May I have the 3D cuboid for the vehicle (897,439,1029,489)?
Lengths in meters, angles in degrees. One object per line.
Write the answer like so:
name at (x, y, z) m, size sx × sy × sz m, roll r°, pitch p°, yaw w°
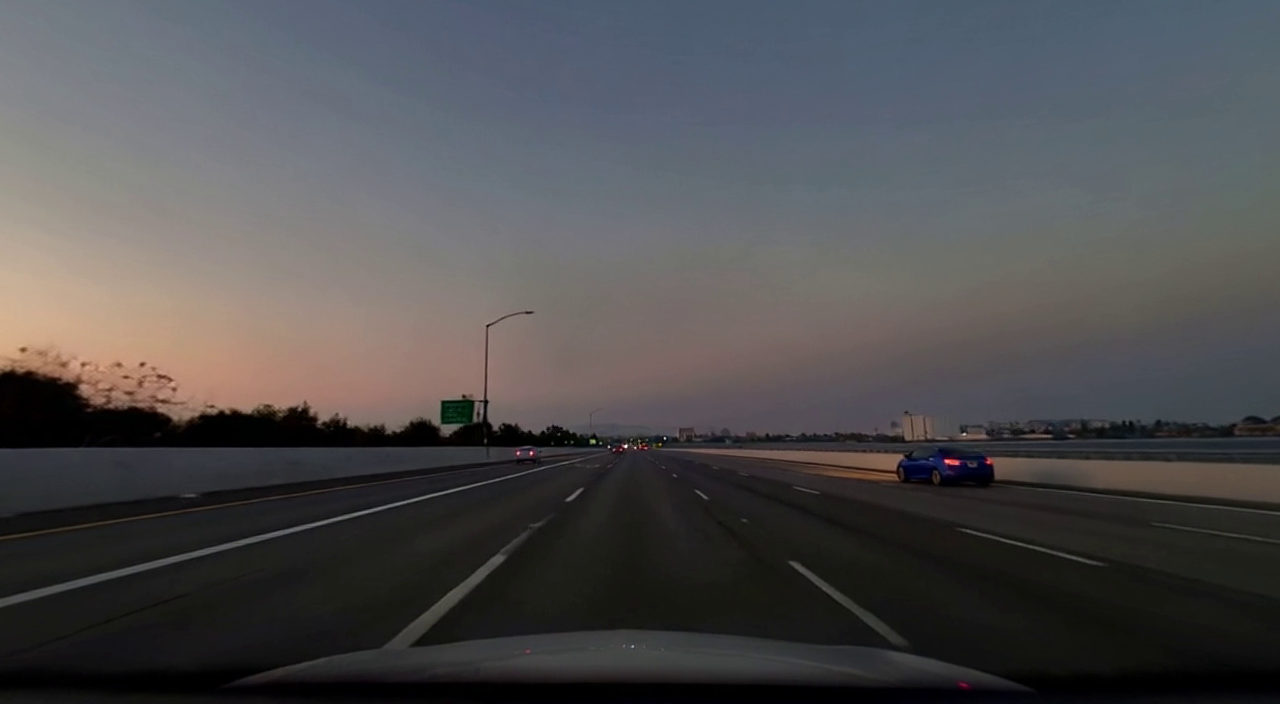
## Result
vehicle at (10.703, 3.733, 21.395) m, size 1.985 × 1.493 × 4.486 m, roll 0°, pitch -9°, yaw -1°
